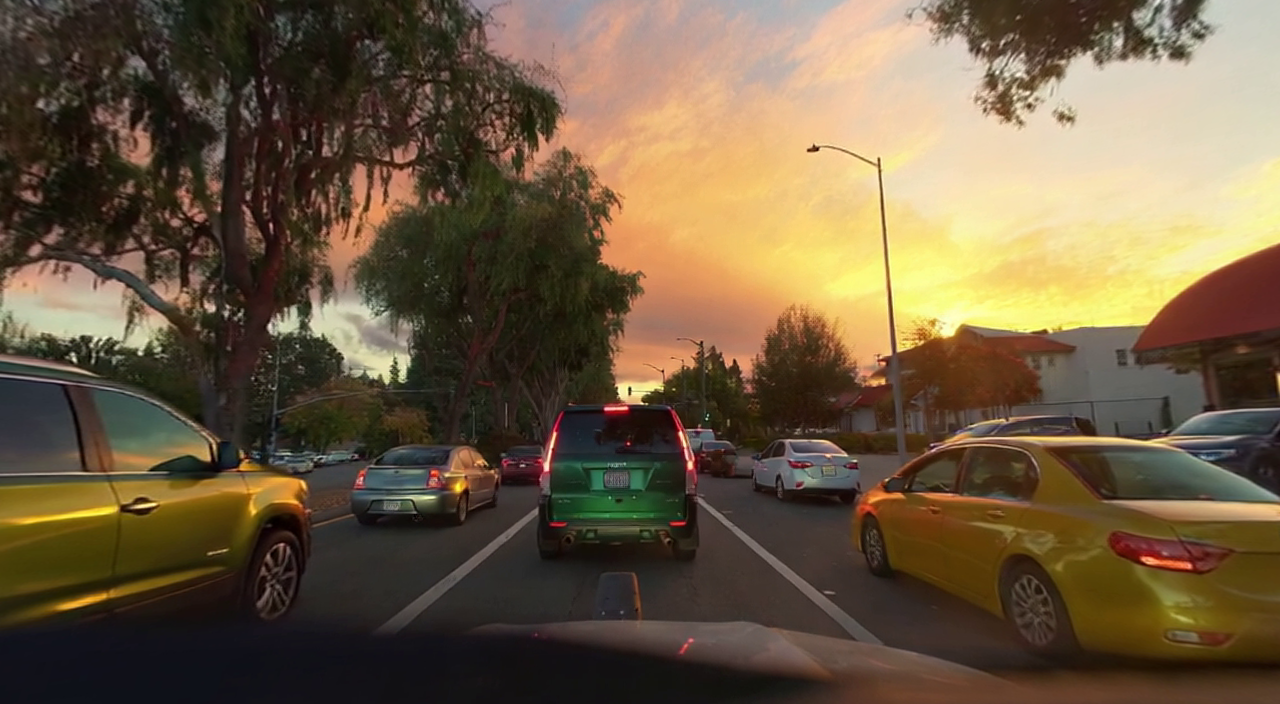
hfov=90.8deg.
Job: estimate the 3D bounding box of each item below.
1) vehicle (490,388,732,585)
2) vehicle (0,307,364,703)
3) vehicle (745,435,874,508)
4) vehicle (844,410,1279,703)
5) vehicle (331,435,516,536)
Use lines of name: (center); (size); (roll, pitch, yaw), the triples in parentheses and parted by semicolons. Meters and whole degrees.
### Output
vehicle: (-0.307, 1.562, 8.057); (2.238, 1.825, 4.190); (0, -9, -1)
vehicle: (-3.598, 0.894, 3.335); (2.231, 1.853, 4.461); (0, -9, 0)
vehicle: (3.914, 2.824, 15.406); (1.875, 1.521, 4.192); (0, -9, -2)
vehicle: (3.376, 1.342, 5.139); (1.900, 1.477, 4.352); (0, -9, -1)
vehicle: (-3.577, 2.269, 11.370); (1.849, 1.451, 4.218); (0, -9, 0)
